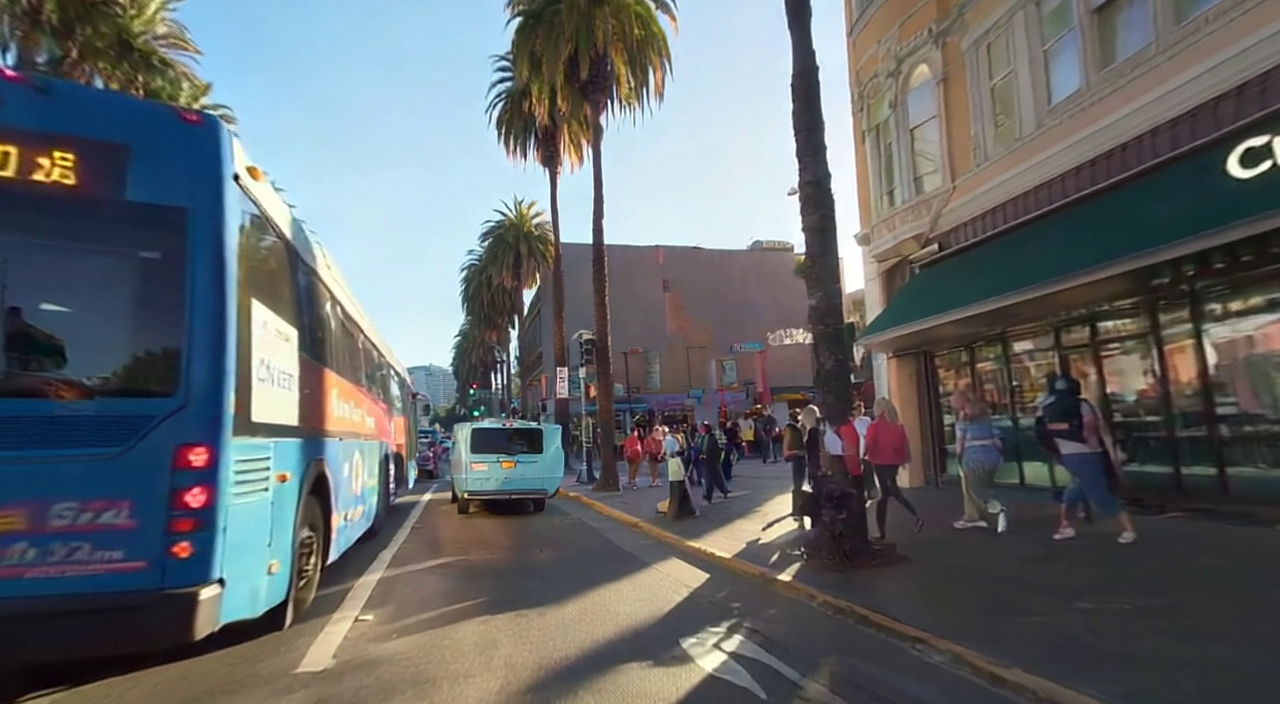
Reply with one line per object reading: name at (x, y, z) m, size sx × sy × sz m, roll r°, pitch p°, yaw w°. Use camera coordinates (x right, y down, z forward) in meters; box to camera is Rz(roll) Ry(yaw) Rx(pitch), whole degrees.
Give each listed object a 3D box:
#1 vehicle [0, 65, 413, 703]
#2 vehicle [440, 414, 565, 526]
vehicle at (-5.152, 0.984, 8.344) m, size 2.863 × 3.233 × 11.573 m, roll 2°, pitch -9°, yaw -14°
vehicle at (-3.034, 2.378, 13.219) m, size 2.002 × 1.907 × 4.211 m, roll 3°, pitch -9°, yaw -19°
